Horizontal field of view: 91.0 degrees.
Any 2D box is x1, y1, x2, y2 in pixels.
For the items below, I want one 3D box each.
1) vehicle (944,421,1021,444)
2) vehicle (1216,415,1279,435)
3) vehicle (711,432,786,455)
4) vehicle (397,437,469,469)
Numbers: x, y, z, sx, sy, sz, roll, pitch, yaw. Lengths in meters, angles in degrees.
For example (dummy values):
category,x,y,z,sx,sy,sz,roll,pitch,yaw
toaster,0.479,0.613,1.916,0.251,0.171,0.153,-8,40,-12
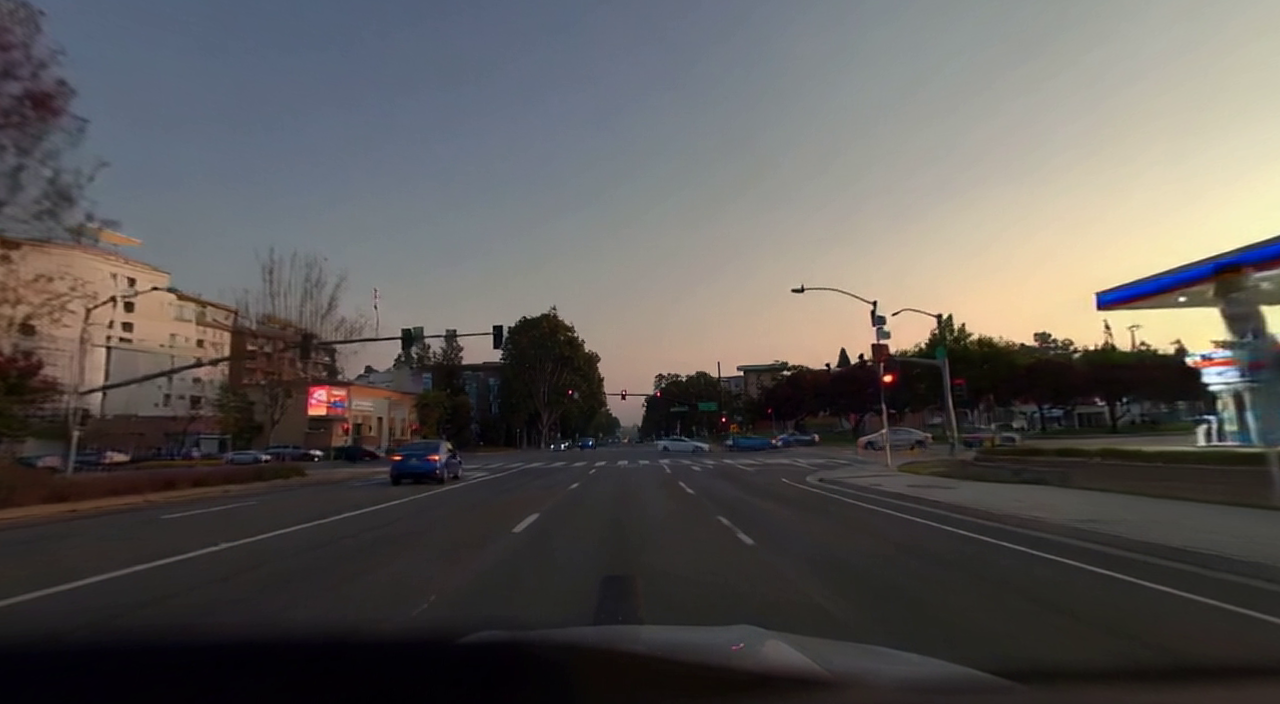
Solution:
category,x,y,z,sx,sy,sz,roll,pitch,yaw
vehicle,26.895,6.362,49.551,4.864,1.566,1.807,-3,-8,3
vehicle,47.300,5.549,47.979,4.849,1.464,1.777,-1,-8,3
vehicle,7.476,6.351,43.690,4.885,1.503,1.845,-1,-8,3
vehicle,-10.066,4.926,30.993,1.899,1.460,4.880,0,-8,0
